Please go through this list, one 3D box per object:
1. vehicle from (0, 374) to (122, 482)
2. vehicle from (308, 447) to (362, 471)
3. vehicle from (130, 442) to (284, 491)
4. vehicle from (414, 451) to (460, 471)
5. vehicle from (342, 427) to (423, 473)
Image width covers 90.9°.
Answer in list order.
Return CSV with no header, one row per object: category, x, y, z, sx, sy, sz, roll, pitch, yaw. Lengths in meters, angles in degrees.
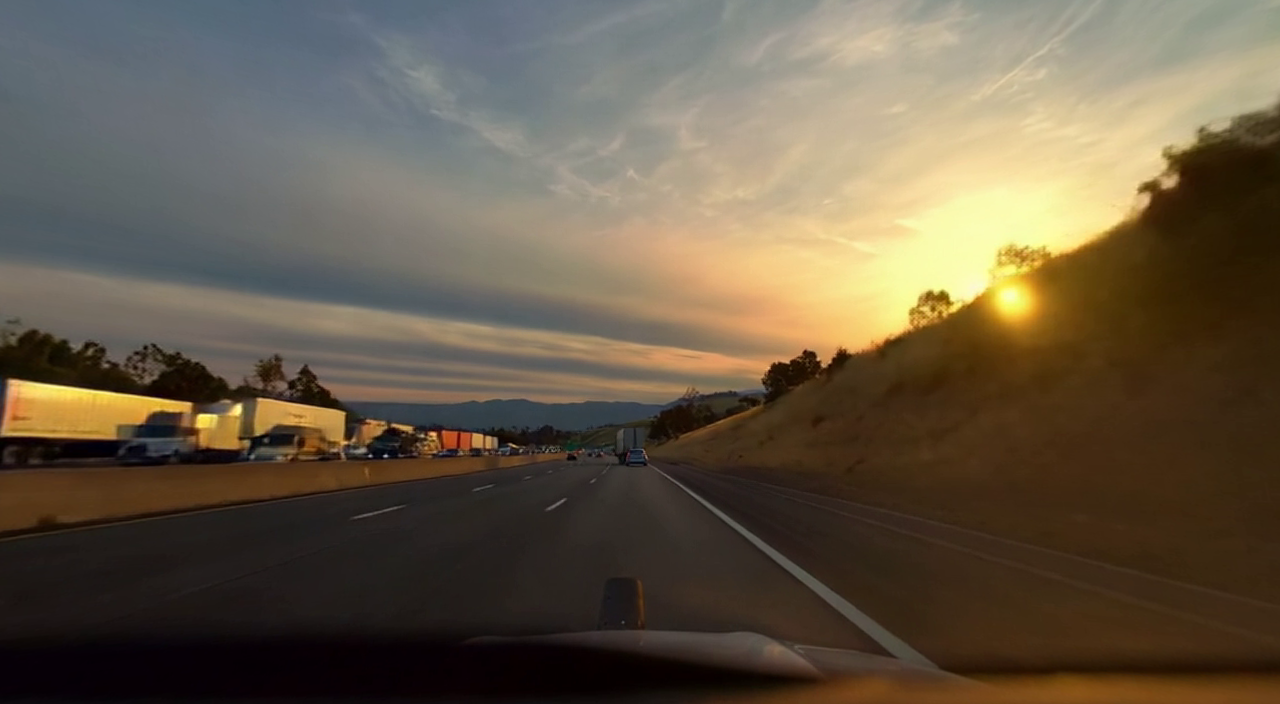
vehicle,-23.781,2.628,21.809,2.893,3.701,10.393,0,-9,-1
vehicle,-19.552,6.864,40.558,1.651,1.481,3.625,0,-9,0
vehicle,-14.588,3.890,21.655,1.935,1.486,4.694,0,-9,0
vehicle,-15.348,8.266,47.862,1.863,1.438,4.669,0,-9,0
vehicle,-14.973,5.766,37.094,2.382,2.437,5.706,0,-9,-1
